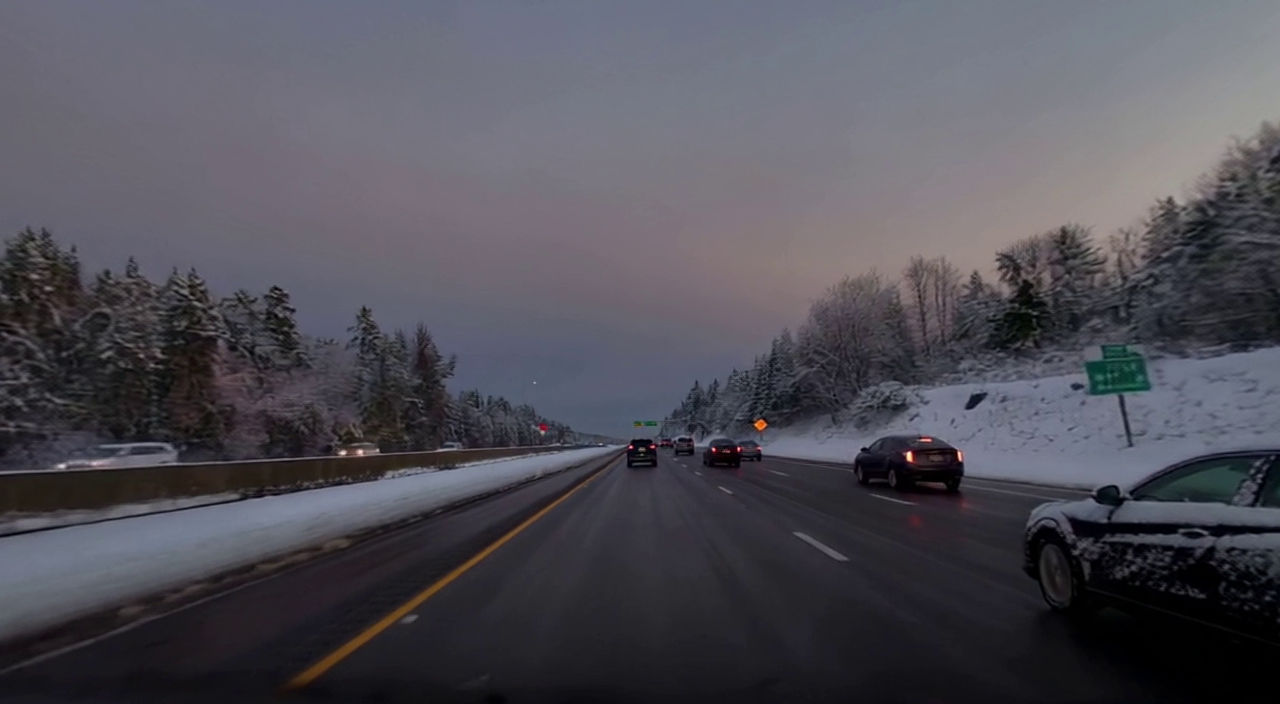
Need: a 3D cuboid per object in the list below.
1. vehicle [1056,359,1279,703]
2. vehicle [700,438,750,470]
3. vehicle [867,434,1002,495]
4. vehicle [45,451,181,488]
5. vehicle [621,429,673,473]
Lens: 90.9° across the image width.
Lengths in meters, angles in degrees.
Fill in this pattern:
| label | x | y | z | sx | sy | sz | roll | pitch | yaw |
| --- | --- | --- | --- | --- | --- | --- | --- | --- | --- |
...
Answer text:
| label | x | y | z | sx | sy | sz | roll | pitch | yaw |
| --- | --- | --- | --- | --- | --- | --- | --- | --- | --- |
| vehicle | 3.788 | 0.748 | 1.967 | 2.003 | 1.661 | 4.418 | -1 | -8 | 1 |
| vehicle | 4.172 | 5.080 | 31.562 | 1.825 | 1.487 | 4.034 | 0 | -8 | -1 |
| vehicle | 8.158 | 3.123 | 17.941 | 1.810 | 1.516 | 4.183 | 0 | -8 | 0 |
| vehicle | -24.102 | 5.364 | 29.129 | 2.150 | 1.473 | 4.817 | 0 | -8 | 0 |
| vehicle | 0.280 | 4.484 | 28.769 | 2.189 | 1.852 | 4.038 | 0 | -8 | 0 |
